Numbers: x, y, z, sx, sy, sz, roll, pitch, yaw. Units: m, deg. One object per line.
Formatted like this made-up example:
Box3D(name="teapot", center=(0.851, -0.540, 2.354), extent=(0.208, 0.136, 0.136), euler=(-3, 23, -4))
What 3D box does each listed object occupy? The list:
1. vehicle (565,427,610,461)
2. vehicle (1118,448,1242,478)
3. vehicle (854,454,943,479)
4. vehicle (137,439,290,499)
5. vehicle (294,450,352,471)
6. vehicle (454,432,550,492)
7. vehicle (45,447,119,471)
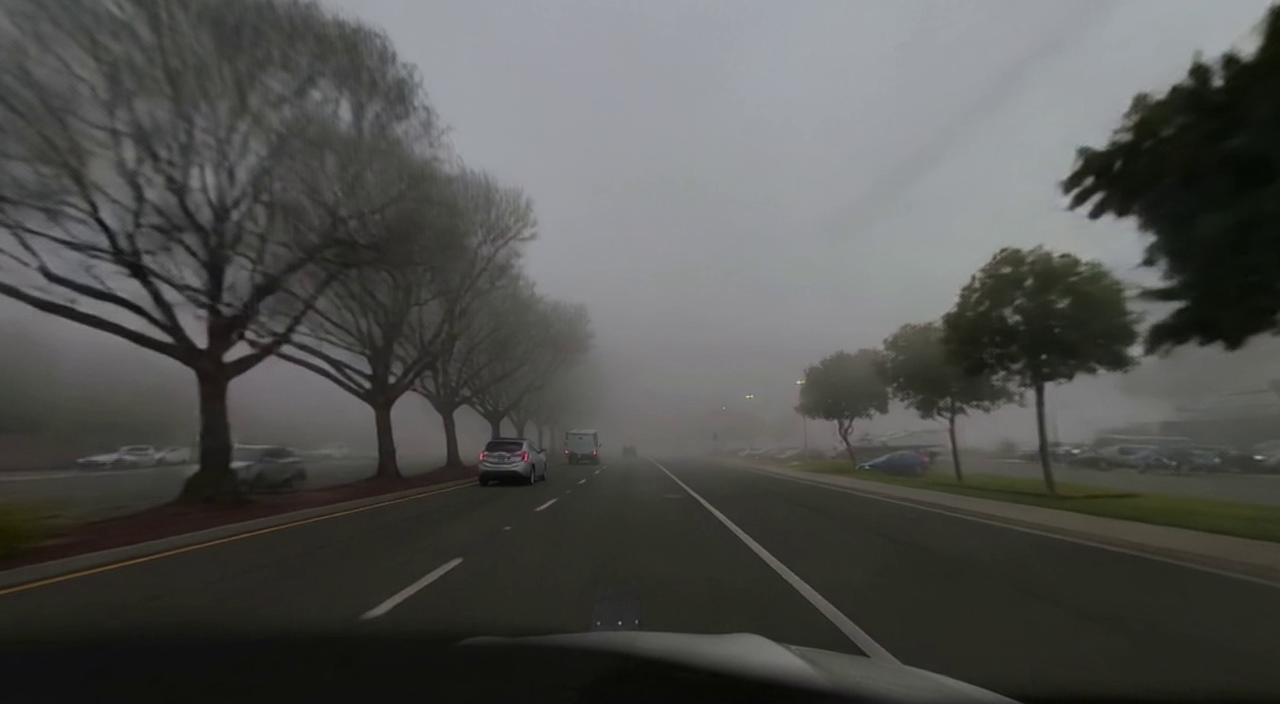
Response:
Box3D(name="vehicle", center=(-4.019, 7.316, 49.971), extent=(2.917, 2.524, 6.990), euler=(0, -8, 0))
Box3D(name="vehicle", center=(28.936, 5.960, 33.826), extent=(4.754, 1.499, 1.955), euler=(0, -8, 2))
Box3D(name="vehicle", center=(16.264, 7.214, 39.757), extent=(4.723, 1.466, 2.085), euler=(0, -9, -1))
Box3D(name="vehicle", center=(-12.356, 3.378, 18.611), extent=(1.760, 1.567, 3.930), euler=(0, -8, -1))
Box3D(name="vehicle", center=(-23.183, 7.923, 46.211), extent=(1.885, 1.428, 4.638), euler=(0, -8, -1))
Box3D(name="vehicle", center=(-4.283, 3.480, 20.252), extent=(2.109, 1.672, 4.256), euler=(0, -8, 0))
Box3D(name="vehicle", center=(-37.833, 7.257, 42.836), extent=(1.916, 1.475, 4.651), euler=(3, -9, -17))
